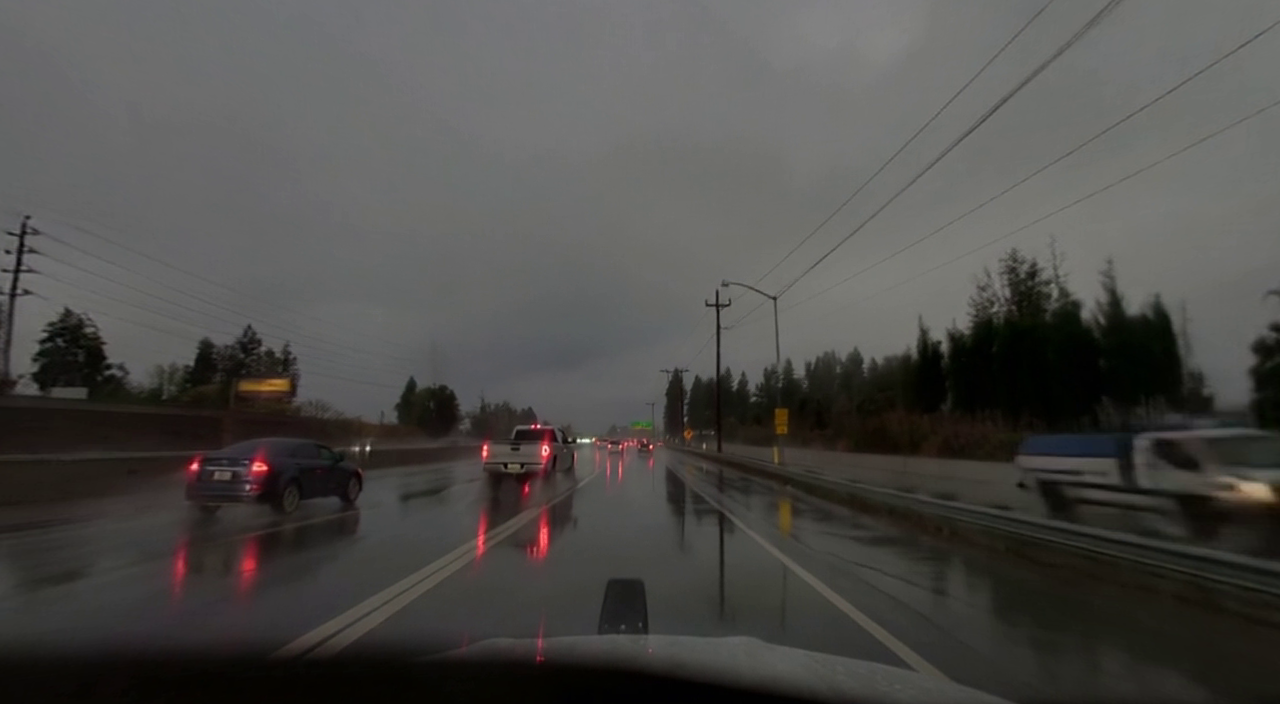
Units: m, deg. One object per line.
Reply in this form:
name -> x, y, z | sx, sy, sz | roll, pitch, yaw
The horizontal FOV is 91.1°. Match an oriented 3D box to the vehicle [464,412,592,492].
vehicle -> -3.222, 3.130, 19.980 | 2.815, 2.092, 6.526 | 0, -8, 0

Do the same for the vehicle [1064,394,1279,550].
vehicle -> 10.978, 2.133, 11.582 | 2.244, 2.374, 5.762 | 0, -8, 0

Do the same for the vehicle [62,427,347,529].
vehicle -> -7.463, 2.183, 11.499 | 1.964, 1.481, 4.425 | 0, -8, 1

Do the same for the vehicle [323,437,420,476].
vehicle -> -10.957, 4.284, 26.060 | 1.884, 1.453, 4.579 | 0, -8, 2

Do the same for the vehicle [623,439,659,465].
vehicle -> 0.114, 5.889, 37.270 | 2.013, 1.444, 4.447 | 0, -8, 2
